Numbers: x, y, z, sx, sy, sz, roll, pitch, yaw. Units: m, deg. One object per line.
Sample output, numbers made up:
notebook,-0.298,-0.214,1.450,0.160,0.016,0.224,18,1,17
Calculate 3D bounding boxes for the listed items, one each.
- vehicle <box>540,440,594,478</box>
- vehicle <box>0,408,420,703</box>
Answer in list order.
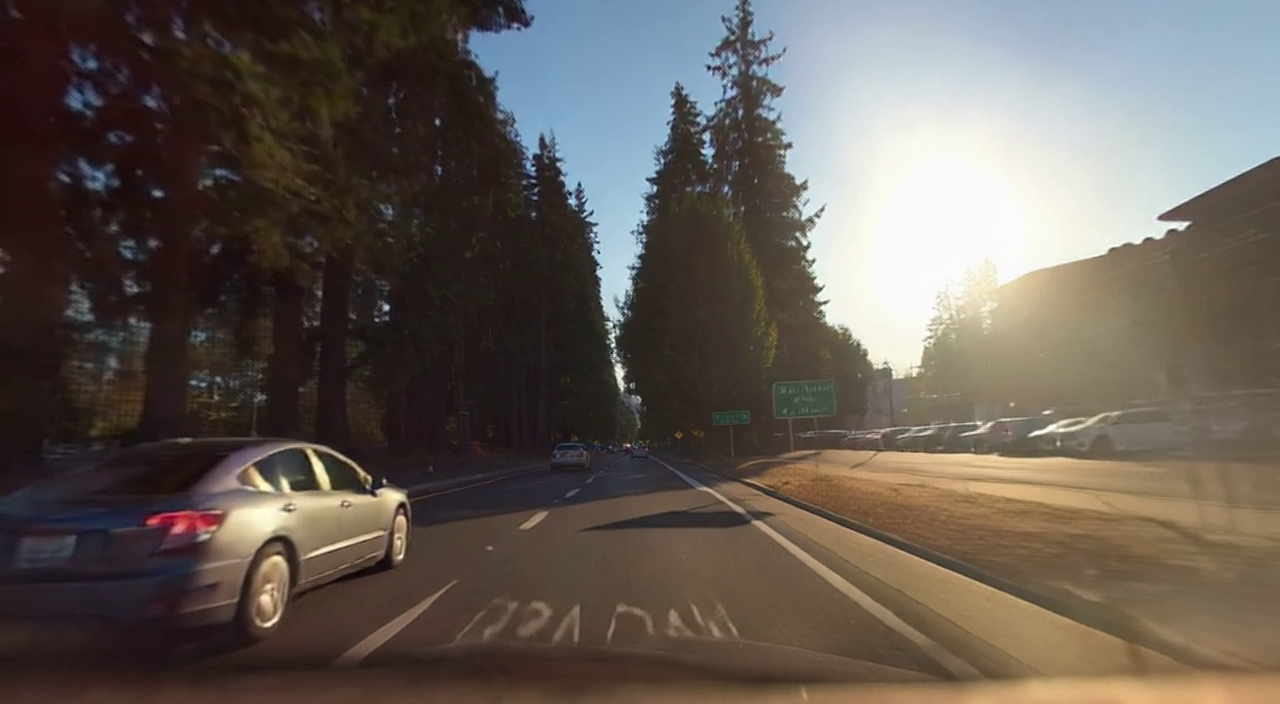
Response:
vehicle,-3.317,4.928,29.327,1.942,1.588,4.172,0,-9,1
vehicle,-3.464,1.320,4.999,1.862,1.478,4.369,0,-9,0
